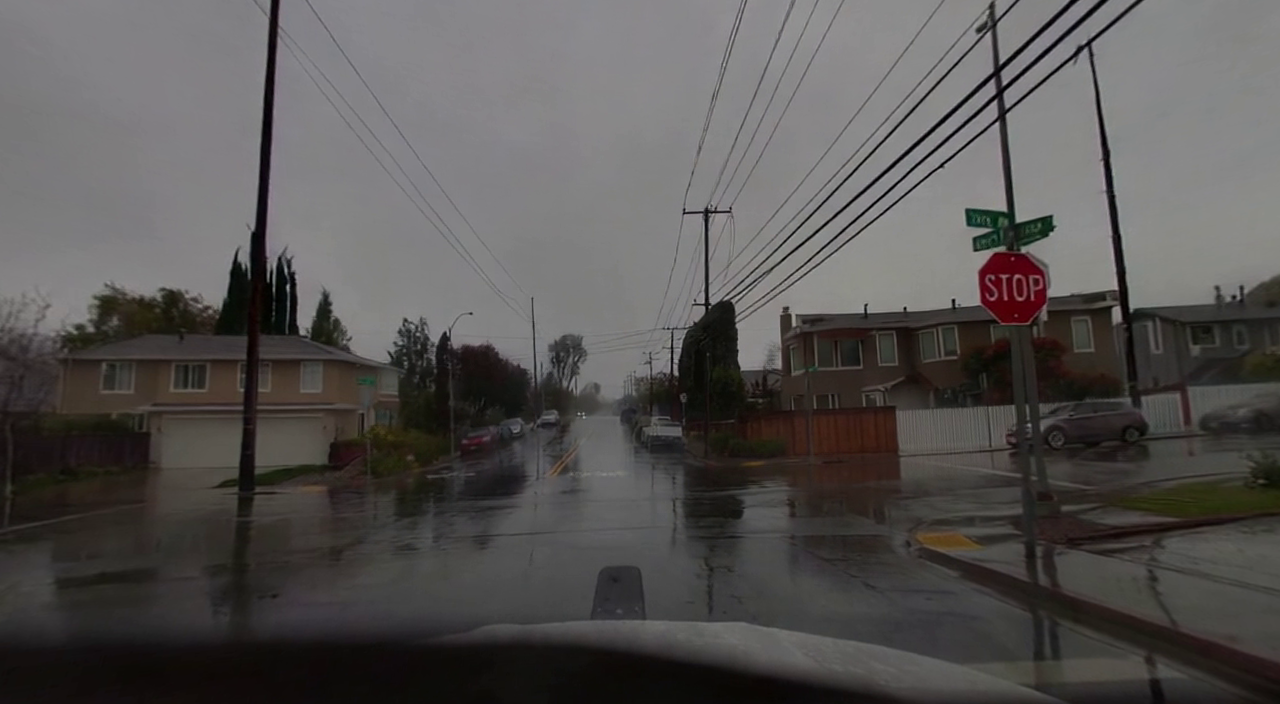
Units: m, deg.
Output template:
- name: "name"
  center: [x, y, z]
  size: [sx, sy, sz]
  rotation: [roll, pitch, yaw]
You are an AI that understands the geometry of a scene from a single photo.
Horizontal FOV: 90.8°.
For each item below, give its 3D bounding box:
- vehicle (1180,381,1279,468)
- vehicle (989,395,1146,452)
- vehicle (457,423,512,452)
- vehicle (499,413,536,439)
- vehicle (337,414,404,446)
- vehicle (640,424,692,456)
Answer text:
- name: "vehicle"
  center: [15.441, 1.709, 14.647]
  size: [4.389, 1.818, 2.062]
  rotation: [2, -9, -13]
- name: "vehicle"
  center: [16.812, 2.854, 24.927]
  size: [4.985, 2.088, 2.141]
  rotation: [2, -9, -13]
- name: "vehicle"
  center: [-8.838, 4.945, 36.396]
  size: [2.065, 1.553, 4.636]
  rotation: [0, -8, -1]
- name: "vehicle"
  center: [-9.366, 5.736, 48.630]
  size: [2.104, 1.898, 4.396]
  rotation: [0, -8, -3]
- name: "vehicle"
  center: [-14.845, 4.397, 35.122]
  size: [1.992, 1.678, 4.658]
  rotation: [0, -8, -5]
- name: "vehicle"
  center: [1.249, 4.522, 32.339]
  size: [2.120, 1.487, 4.360]
  rotation: [1, -8, -5]
